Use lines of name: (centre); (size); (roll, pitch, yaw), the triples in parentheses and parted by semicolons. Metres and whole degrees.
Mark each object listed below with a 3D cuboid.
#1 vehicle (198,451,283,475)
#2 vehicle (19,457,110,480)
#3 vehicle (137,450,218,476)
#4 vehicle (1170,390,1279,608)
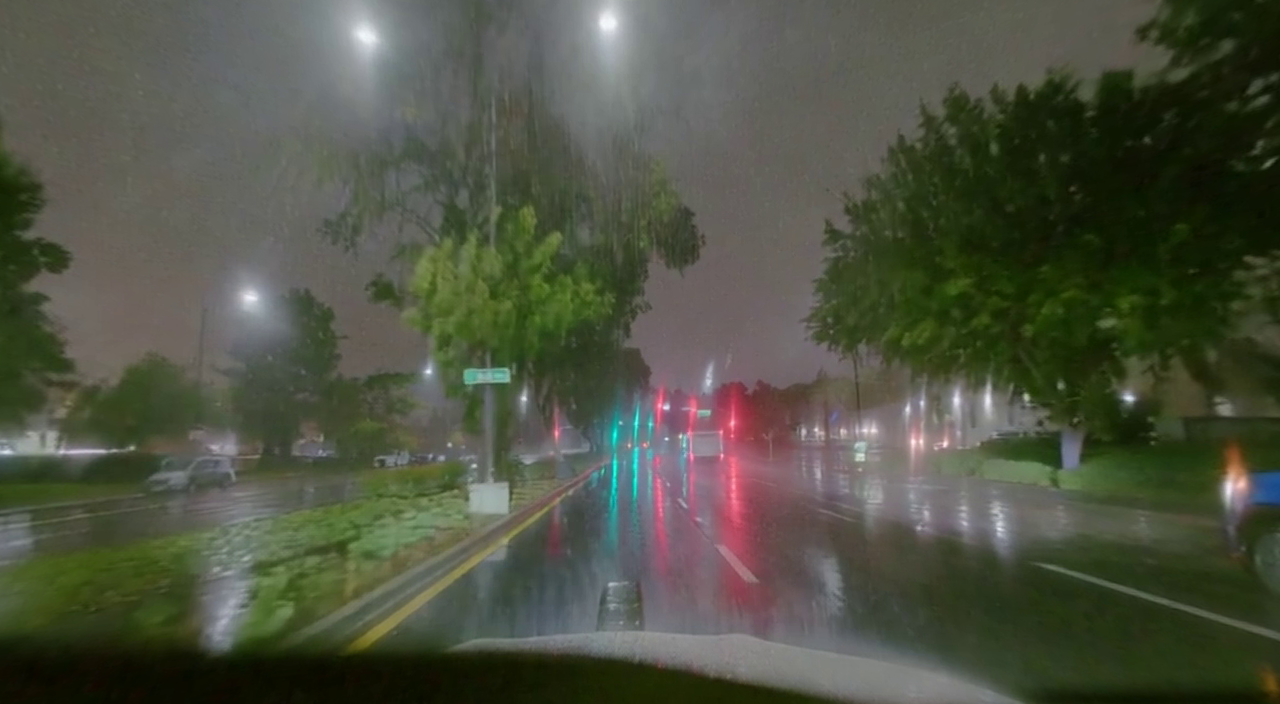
vehicle: (-28.531, 7.944, 45.209); (4.657, 1.636, 2.059); (0, -8, 0)
vehicle: (-40.884, 8.250, 44.972); (4.364, 1.506, 1.833); (1, -8, -8)
vehicle: (-34.385, 8.216, 47.097); (4.594, 1.801, 2.489); (5, -10, -35)
vehicle: (6.217, 0.992, 3.776); (2.012, 1.754, 4.635); (0, -8, 0)
